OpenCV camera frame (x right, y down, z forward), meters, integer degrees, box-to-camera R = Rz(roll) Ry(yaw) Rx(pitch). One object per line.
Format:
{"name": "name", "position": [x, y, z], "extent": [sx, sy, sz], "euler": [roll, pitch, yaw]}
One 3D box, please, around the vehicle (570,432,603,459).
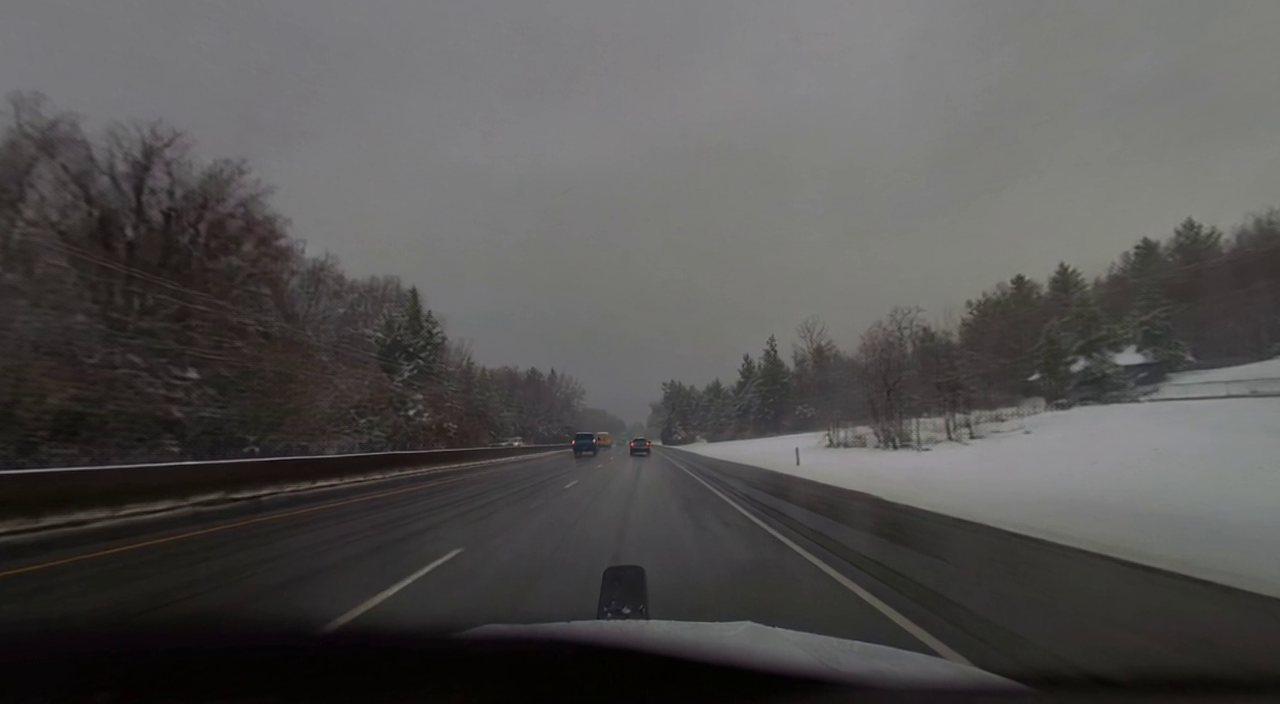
{"name": "vehicle", "position": [-4.175, 7.362, 49.784], "extent": [2.241, 2.034, 4.890], "euler": [0, -8, 0]}
